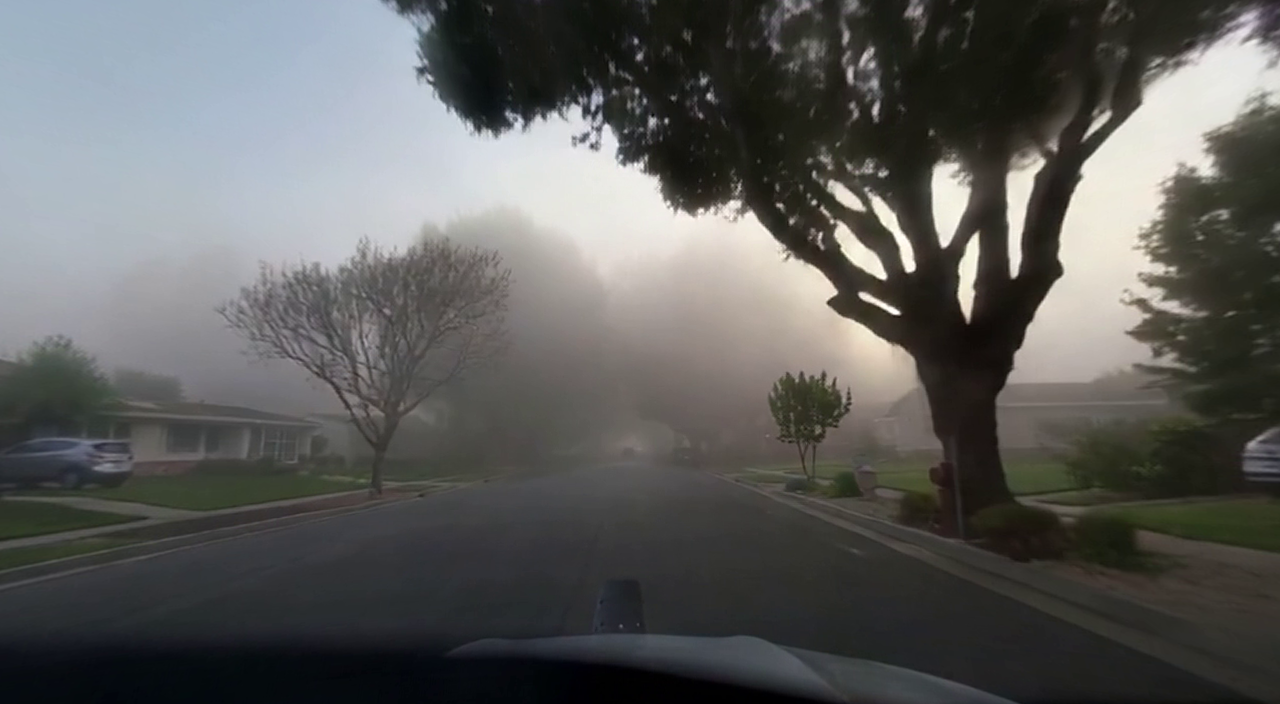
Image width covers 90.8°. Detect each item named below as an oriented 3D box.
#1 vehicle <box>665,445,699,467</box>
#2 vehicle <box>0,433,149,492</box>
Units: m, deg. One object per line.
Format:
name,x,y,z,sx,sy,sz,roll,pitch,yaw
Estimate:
vehicle,3.144,7.964,48.424,2.136,1.596,4.790,0,-9,-2
vehicle,-17.441,3.367,19.599,1.957,1.602,4.326,3,-9,-17
